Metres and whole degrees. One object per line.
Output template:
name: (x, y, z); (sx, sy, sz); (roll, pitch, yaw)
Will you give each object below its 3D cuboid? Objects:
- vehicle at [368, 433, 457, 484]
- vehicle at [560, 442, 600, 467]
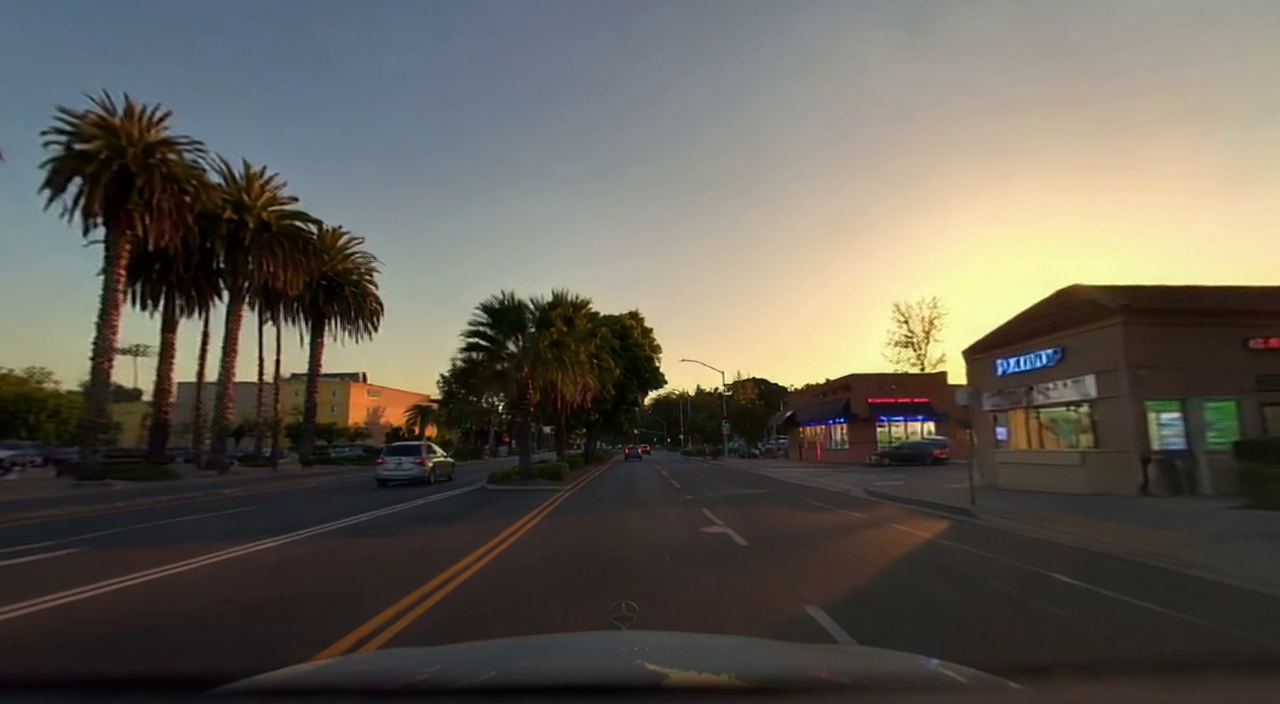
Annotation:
vehicle: (-8.596, 4.071, 24.362); (2.022, 1.746, 4.406); (0, -9, -4)
vehicle: (-3.745, 6.446, 39.906); (2.181, 1.483, 4.123); (0, -9, -1)
